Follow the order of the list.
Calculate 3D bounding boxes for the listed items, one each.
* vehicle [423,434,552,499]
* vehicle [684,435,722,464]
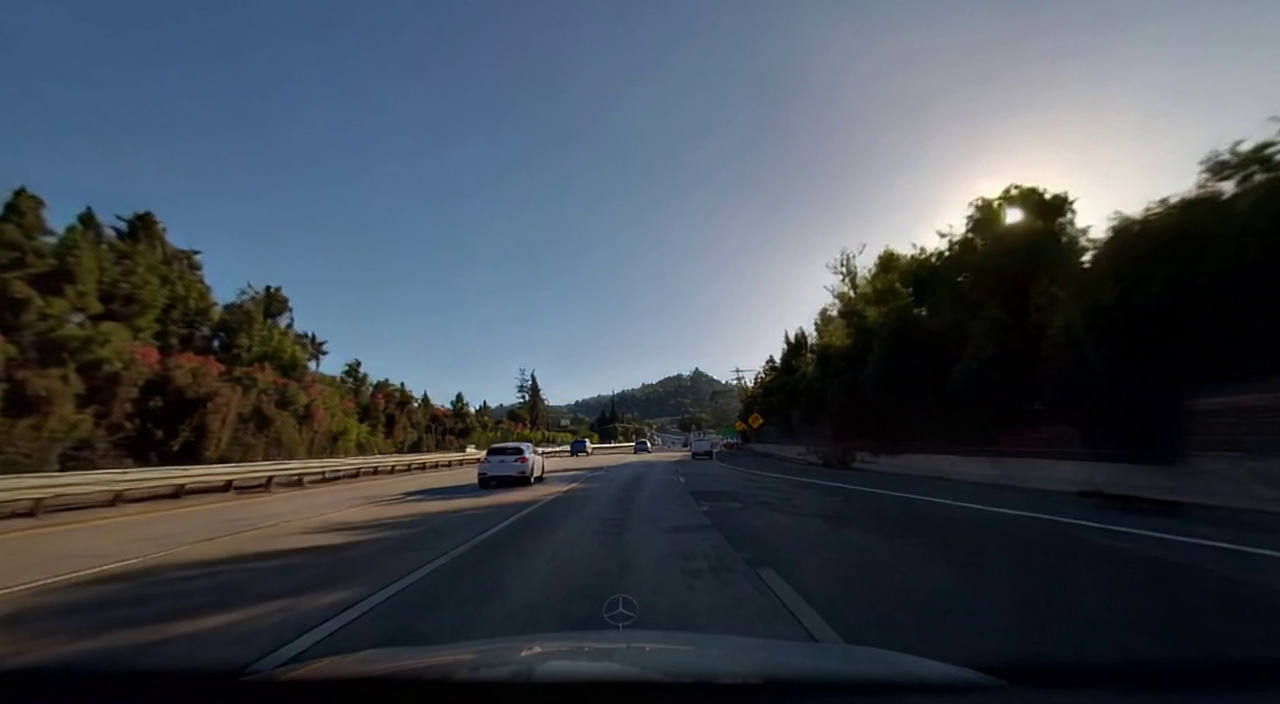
[{"bbox_3d":[-3.819,2.969,16.772,2.192,1.482,4.454,0,-9,1],"label":"vehicle"},{"bbox_3d":[4.078,6.433,41.623,2.211,1.814,4.404,0,-9,2],"label":"vehicle"}]
